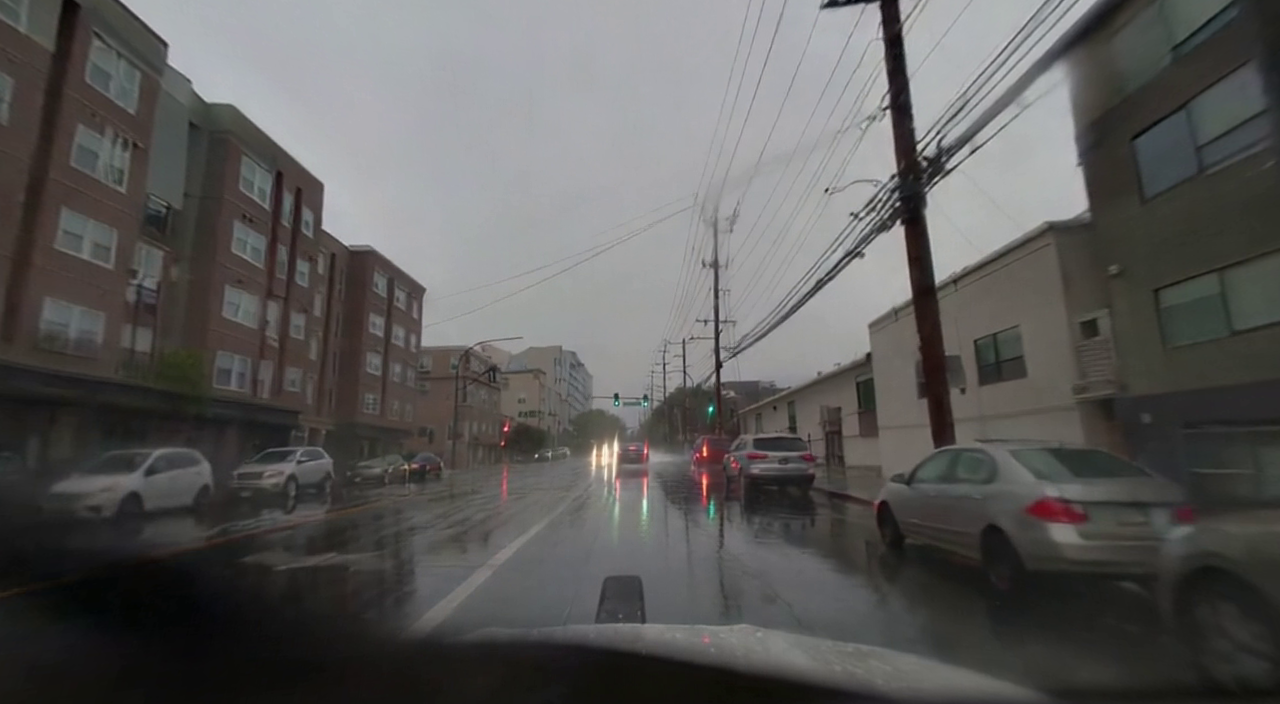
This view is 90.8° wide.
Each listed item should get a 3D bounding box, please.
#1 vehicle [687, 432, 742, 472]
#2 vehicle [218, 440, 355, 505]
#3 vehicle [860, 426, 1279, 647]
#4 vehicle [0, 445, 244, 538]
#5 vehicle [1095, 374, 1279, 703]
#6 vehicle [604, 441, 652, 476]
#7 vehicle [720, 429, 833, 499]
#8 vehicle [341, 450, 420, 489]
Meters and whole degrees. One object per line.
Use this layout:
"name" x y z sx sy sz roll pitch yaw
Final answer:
"vehicle" 3.892 5.343 33.942 2.248 1.945 5.011 0 -8 -1
"vehicle" -11.788 4.001 21.562 1.997 1.918 4.736 0 -8 -1
"vehicle" 4.067 1.578 6.575 1.956 1.489 4.441 0 -8 0
"vehicle" -11.805 3.088 14.762 2.039 1.781 4.536 0 -8 1
"vehicle" 3.962 0.738 1.503 1.973 1.660 5.031 0 -8 0
"vehicle" -0.484 4.756 28.521 2.019 1.453 4.129 0 -8 1
"vehicle" 3.791 3.213 18.520 2.186 1.764 4.470 0 -8 -2
"vehicle" -11.864 5.375 29.177 2.004 1.526 3.807 -2 -8 1
